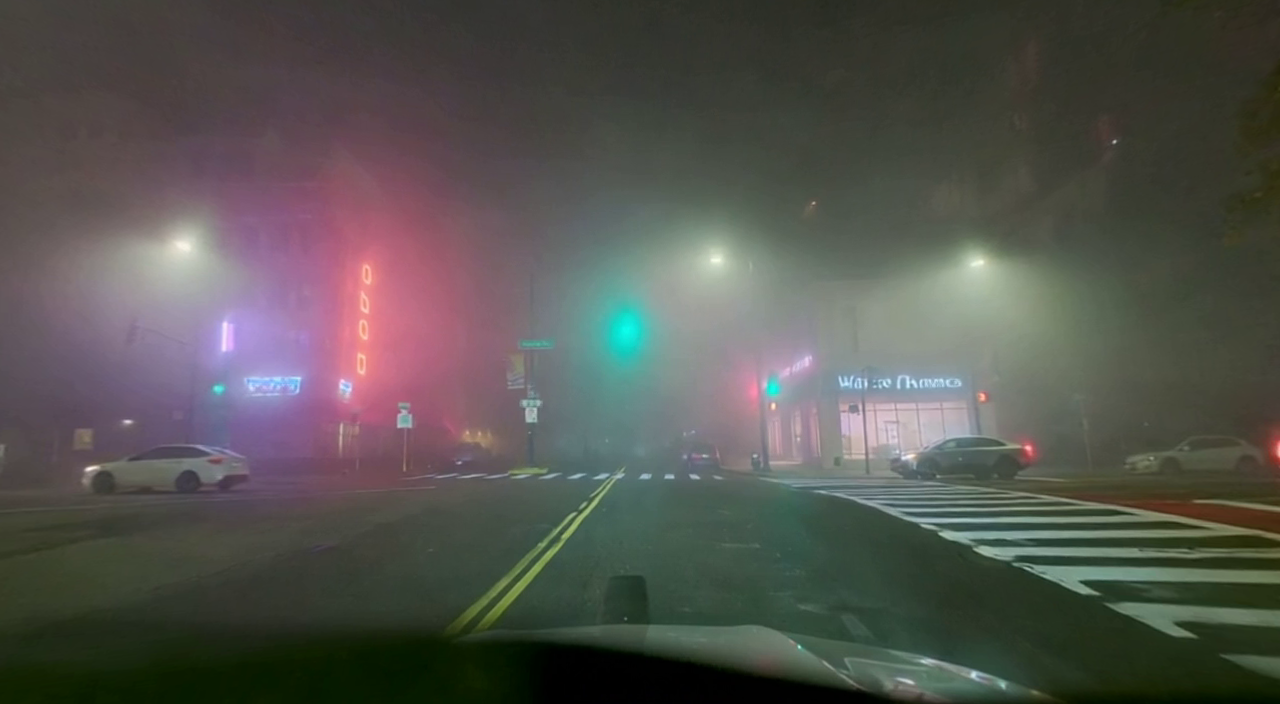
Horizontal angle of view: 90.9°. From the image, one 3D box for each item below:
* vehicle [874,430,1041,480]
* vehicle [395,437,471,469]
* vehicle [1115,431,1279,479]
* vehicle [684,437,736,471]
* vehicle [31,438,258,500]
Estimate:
[{"bbox_3d":[10.223,3.353,20.581,4.330,1.517,2.045,0,-8,0],"label":"vehicle"},{"bbox_3d":[-12.458,6.023,37.815,4.447,1.790,2.206,-7,-11,38],"label":"vehicle"},{"bbox_3d":[18.850,3.375,20.711,4.836,1.471,1.991,0,-9,-1],"label":"vehicle"},{"bbox_3d":[3.444,5.159,32.029,2.120,1.560,4.402,0,-8,0],"label":"vehicle"},{"bbox_3d":[-13.419,3.136,17.372,4.597,1.476,1.980,7,-11,-39],"label":"vehicle"}]
